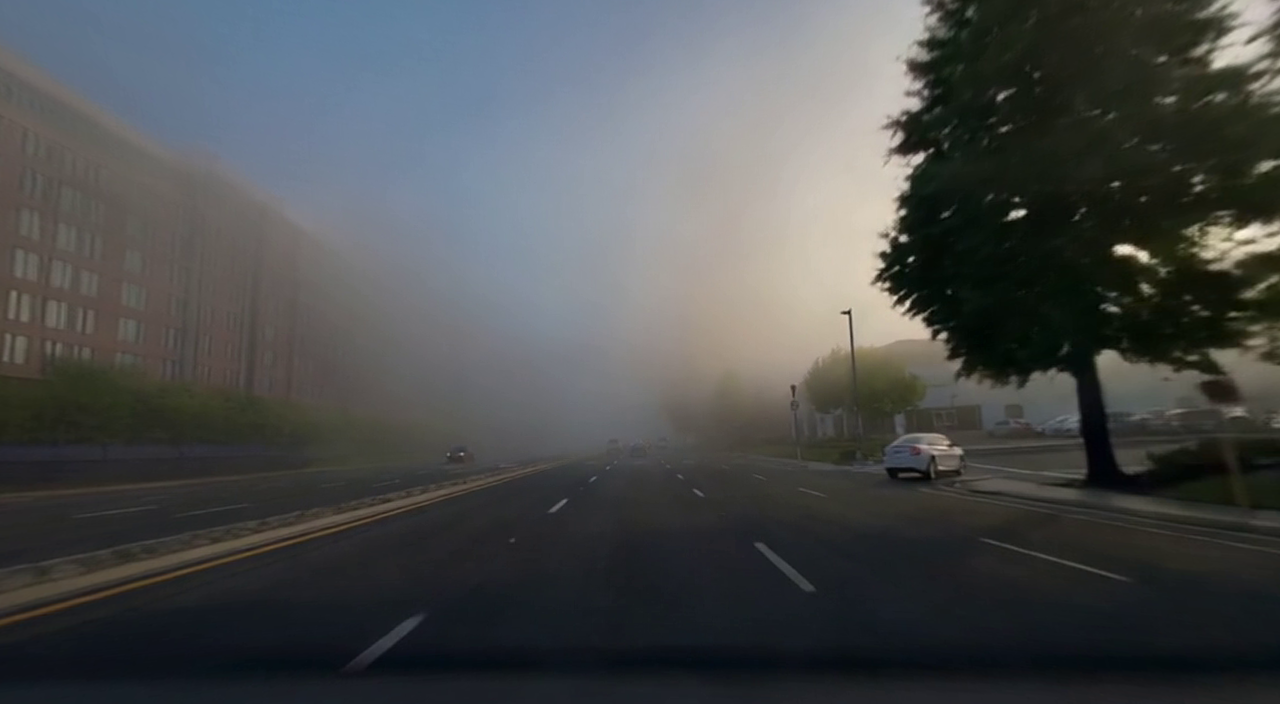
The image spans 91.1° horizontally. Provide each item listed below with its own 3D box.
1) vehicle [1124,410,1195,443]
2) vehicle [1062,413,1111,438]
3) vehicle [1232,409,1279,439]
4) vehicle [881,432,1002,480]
[{"bbox_3d":[27.953,4.089,33.941,2.042,1.690,4.562,-5,-9,29],"label":"vehicle"},{"bbox_3d":[28.368,4.716,39.998,1.797,1.498,4.412,-3,-9,26],"label":"vehicle"},{"bbox_3d":[33.597,3.876,33.341,1.916,1.491,4.491,-4,-9,28],"label":"vehicle"},{"bbox_3d":[11.829,4.000,24.507,5.061,1.696,2.129,6,-10,-37],"label":"vehicle"}]
